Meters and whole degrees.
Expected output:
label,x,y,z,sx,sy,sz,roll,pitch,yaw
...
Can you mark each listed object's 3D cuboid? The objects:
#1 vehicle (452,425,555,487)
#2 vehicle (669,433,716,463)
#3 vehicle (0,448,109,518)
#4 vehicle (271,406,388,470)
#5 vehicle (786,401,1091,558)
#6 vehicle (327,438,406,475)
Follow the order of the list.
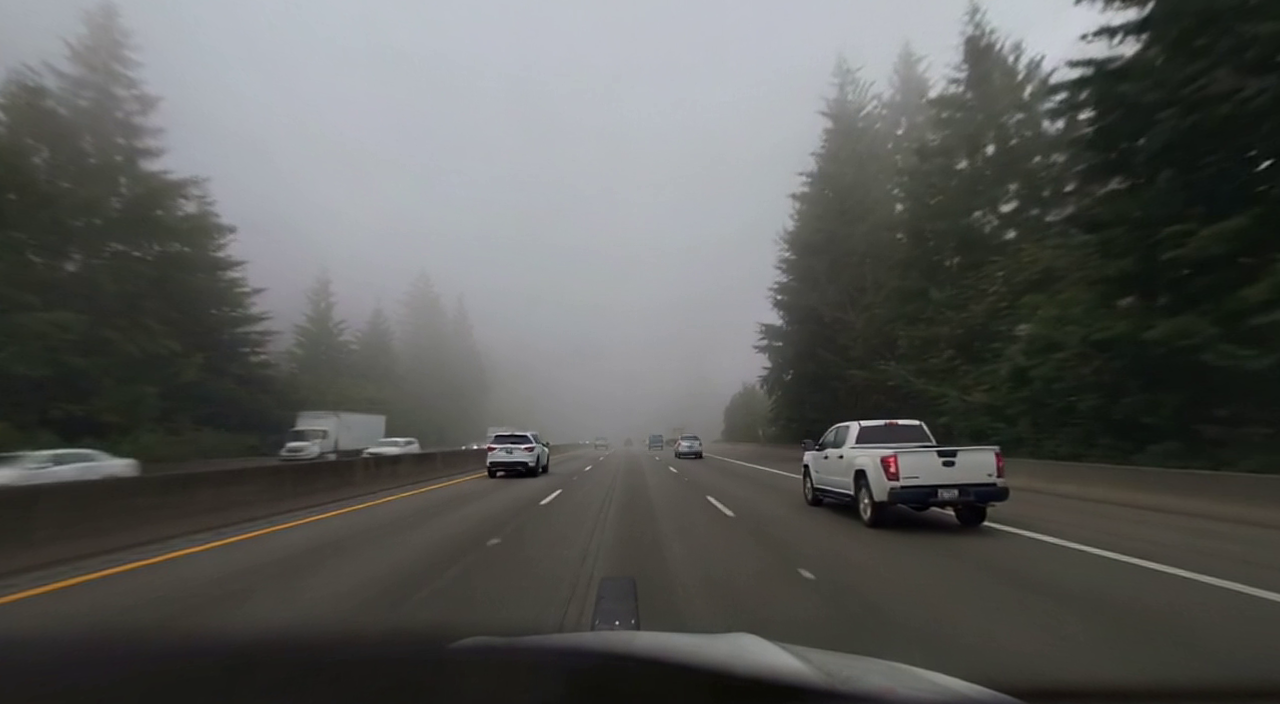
label,x,y,z,sx,sy,sz,roll,pitch,yaw
vehicle,-3.897,3.039,18.913,2.011,1.614,4.808,0,-8,0
vehicle,2.694,5.044,33.353,1.990,1.480,3.865,0,-8,-2
vehicle,-15.310,3.030,14.602,1.928,1.502,4.794,0,-8,-1
vehicle,-19.684,5.539,40.812,2.897,3.700,8.805,0,-8,1
vehicle,3.717,1.665,9.081,1.949,1.639,4.748,0,-8,-2
vehicle,-11.784,4.512,27.446,1.784,1.468,3.783,0,-8,-1
